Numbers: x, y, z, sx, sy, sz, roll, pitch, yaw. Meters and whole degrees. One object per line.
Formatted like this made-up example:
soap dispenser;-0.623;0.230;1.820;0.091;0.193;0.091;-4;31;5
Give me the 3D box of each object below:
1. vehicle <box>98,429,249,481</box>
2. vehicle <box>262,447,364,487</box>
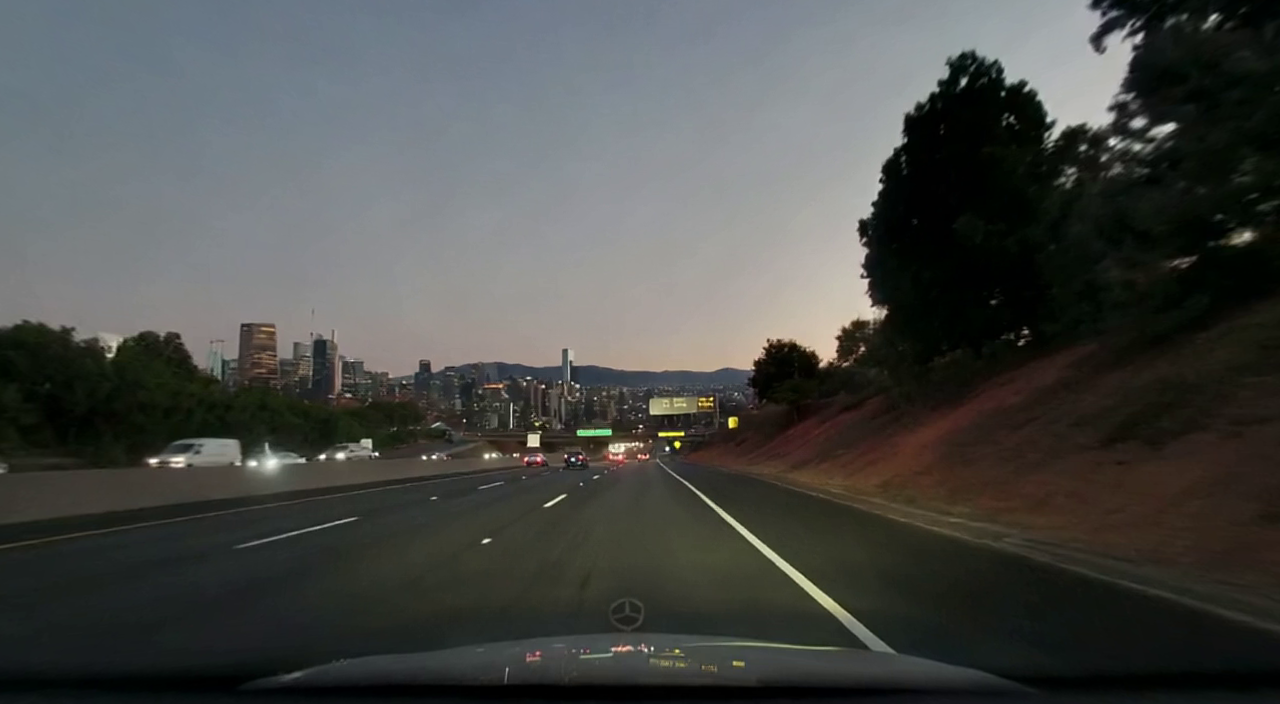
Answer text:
vehicle;-20.766;4.632;28.580;2.053;2.088;6.081;0;-8;1
vehicle;-16.889;5.927;33.041;2.170;1.891;5.744;0;-8;1
